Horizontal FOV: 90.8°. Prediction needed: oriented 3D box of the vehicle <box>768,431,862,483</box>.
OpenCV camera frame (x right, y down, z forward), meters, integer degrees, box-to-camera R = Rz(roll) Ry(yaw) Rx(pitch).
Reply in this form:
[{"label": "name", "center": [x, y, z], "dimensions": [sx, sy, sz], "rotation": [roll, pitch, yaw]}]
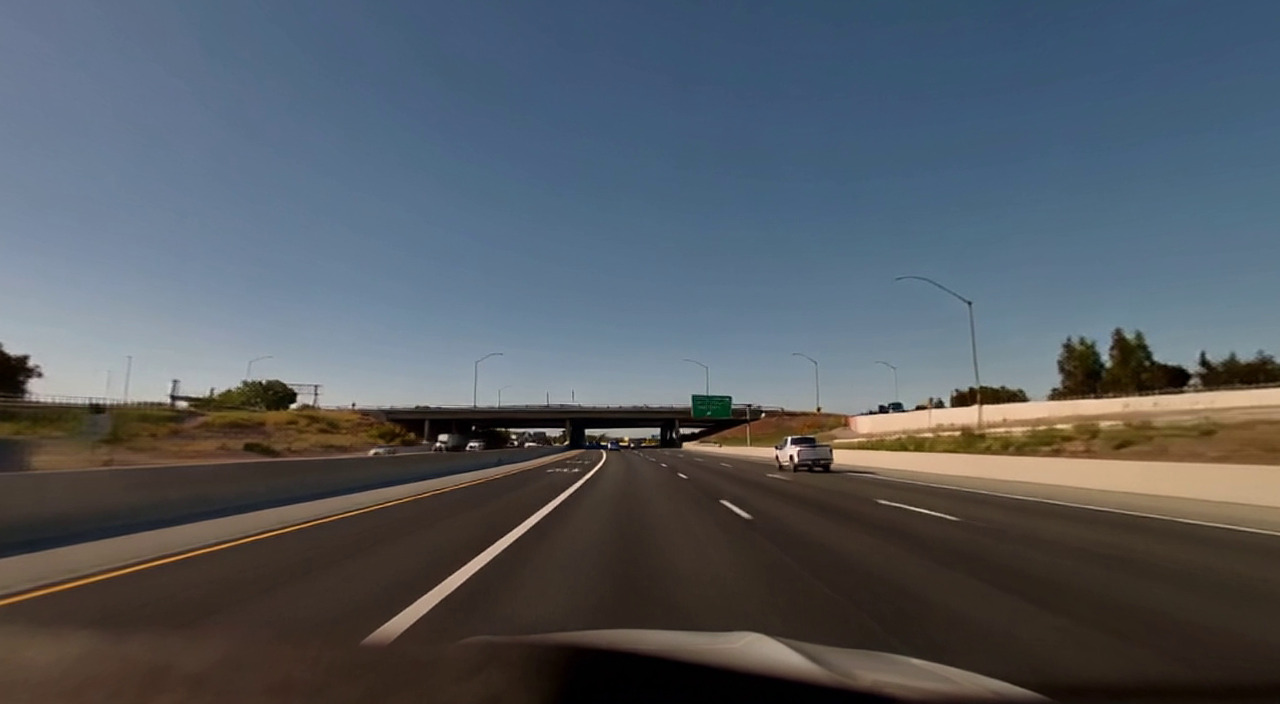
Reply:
[{"label": "vehicle", "center": [6.377, 3.880, 23.605], "dimensions": [2.104, 1.723, 4.538], "rotation": [0, -9, -2]}]
